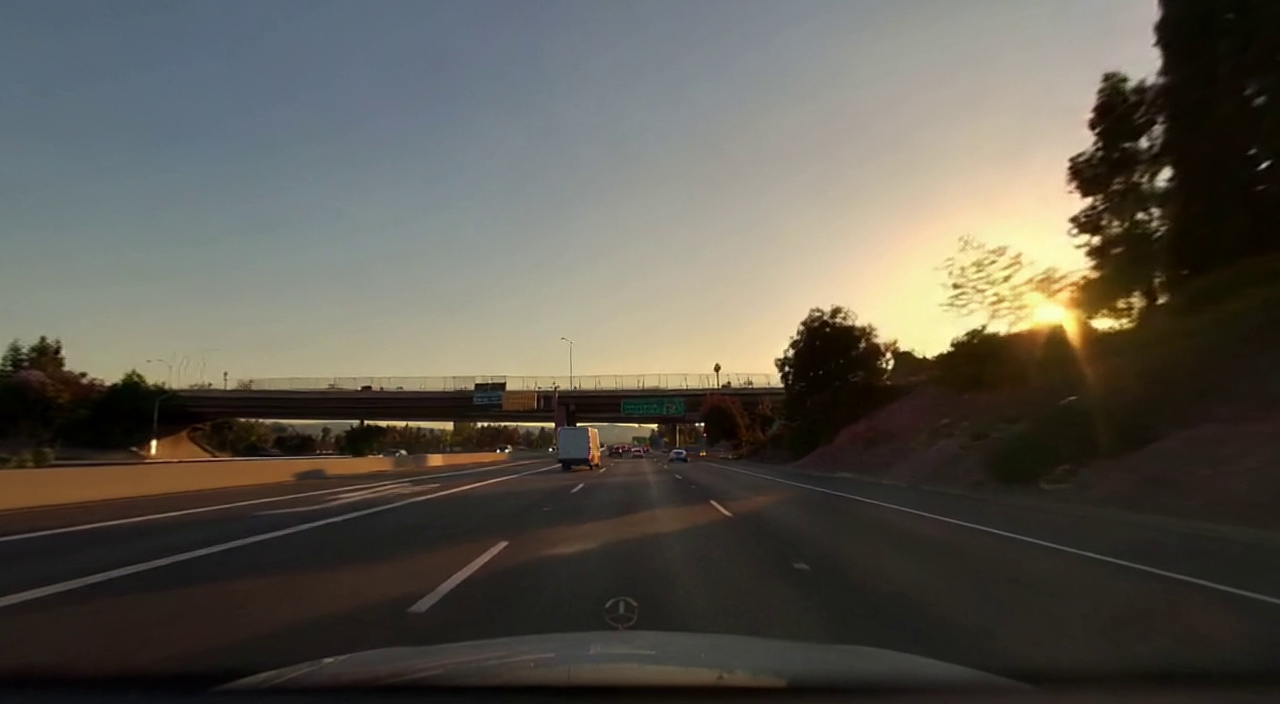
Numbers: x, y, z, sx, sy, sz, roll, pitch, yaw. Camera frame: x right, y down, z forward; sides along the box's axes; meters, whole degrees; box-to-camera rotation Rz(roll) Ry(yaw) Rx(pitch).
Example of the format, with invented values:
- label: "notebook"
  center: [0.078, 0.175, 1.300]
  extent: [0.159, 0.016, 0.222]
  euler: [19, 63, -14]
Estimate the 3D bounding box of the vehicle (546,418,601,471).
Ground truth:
- label: "vehicle"
  center: [-3.966, 5.763, 39.303]
  extent: [2.881, 2.937, 7.045]
  euler: [0, -9, -2]
